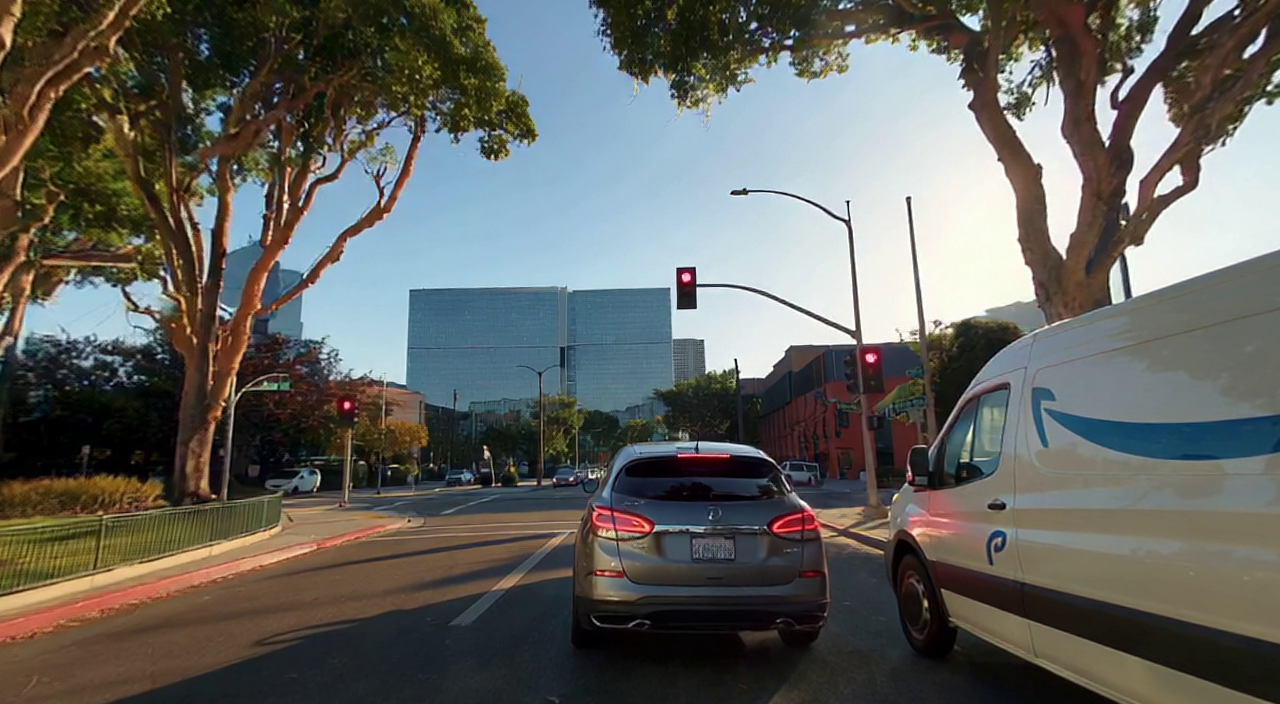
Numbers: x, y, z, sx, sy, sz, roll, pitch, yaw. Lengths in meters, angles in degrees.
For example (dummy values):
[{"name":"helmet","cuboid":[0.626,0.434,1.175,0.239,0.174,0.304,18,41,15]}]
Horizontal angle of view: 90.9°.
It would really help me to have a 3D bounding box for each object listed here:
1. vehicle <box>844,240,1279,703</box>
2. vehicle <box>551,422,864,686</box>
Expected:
[{"name":"vehicle","cuboid":[2.852,0.883,2.873,2.054,1.965,5.248,1,-11,0]},{"name":"vehicle","cuboid":[0.384,1.613,5.860,1.961,1.629,3.610,1,-11,-2]}]
